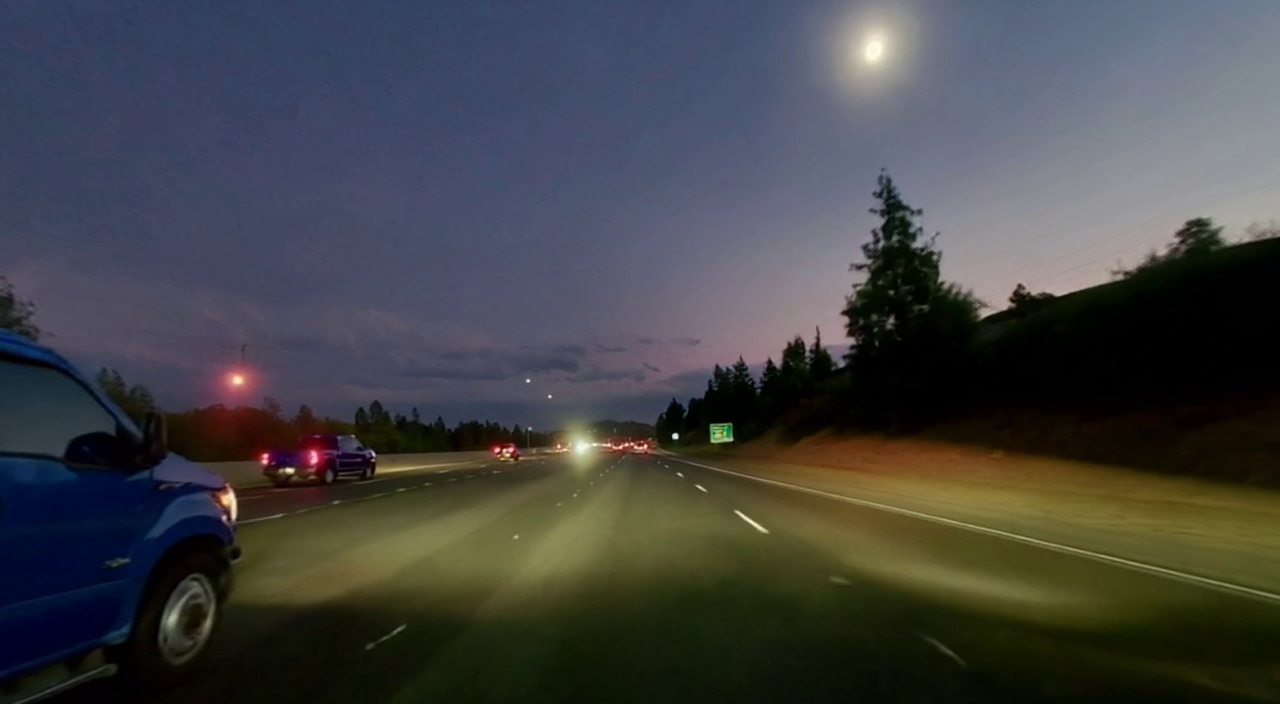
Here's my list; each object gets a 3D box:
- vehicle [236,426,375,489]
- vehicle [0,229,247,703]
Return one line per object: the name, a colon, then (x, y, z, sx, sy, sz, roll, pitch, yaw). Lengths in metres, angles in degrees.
vehicle: (-11.062, 3.546, 21.438, 2.012, 1.875, 4.895, 0, -9, 0)
vehicle: (-3.520, 0.349, 0.421, 2.483, 2.100, 6.208, 0, -9, 0)
